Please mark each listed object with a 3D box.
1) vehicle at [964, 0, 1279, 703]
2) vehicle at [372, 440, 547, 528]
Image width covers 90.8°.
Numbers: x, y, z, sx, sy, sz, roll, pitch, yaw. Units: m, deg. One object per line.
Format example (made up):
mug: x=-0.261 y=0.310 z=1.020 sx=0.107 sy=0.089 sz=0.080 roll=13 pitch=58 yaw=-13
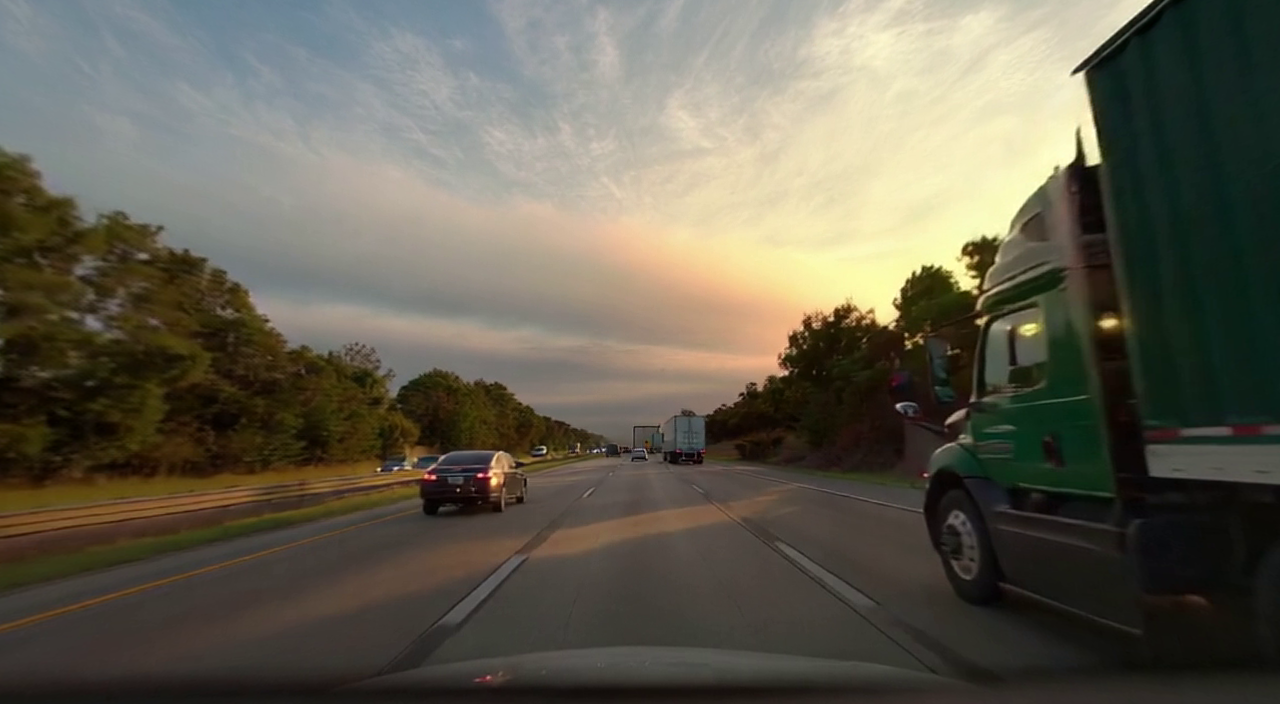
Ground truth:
vehicle: x=4.398 y=-0.223 z=2.492 sx=2.947 sy=3.957 sz=5.916 roll=0 pitch=-9 yaw=0
vehicle: x=-3.353 y=2.570 z=12.868 sx=2.121 sy=1.445 sz=4.651 roll=0 pitch=-9 yaw=1
